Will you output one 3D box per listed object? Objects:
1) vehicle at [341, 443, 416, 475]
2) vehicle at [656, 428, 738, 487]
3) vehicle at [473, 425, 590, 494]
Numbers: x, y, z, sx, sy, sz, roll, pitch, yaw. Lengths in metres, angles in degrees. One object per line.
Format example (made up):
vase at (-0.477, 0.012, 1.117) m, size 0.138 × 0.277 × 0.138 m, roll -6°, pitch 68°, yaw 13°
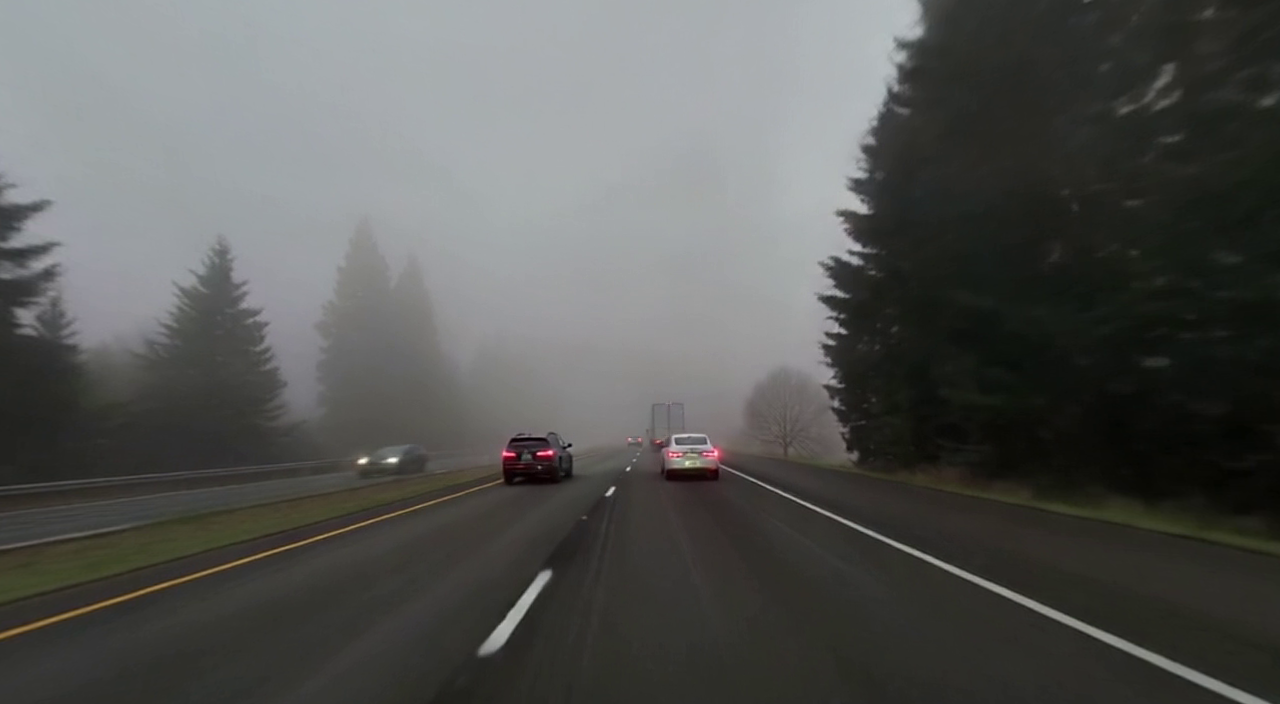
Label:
vehicle at (-13.772, 5.625, 33.413) m, size 1.877 × 1.556 × 4.663 m, roll 0°, pitch -8°, yaw 2°
vehicle at (1.563, 3.064, 18.735) m, size 2.072 × 1.534 × 4.300 m, roll 0°, pitch -8°, yaw 1°
vehicle at (-2.761, 2.863, 17.280) m, size 2.192 × 1.623 × 4.887 m, roll 0°, pitch -8°, yaw 2°
